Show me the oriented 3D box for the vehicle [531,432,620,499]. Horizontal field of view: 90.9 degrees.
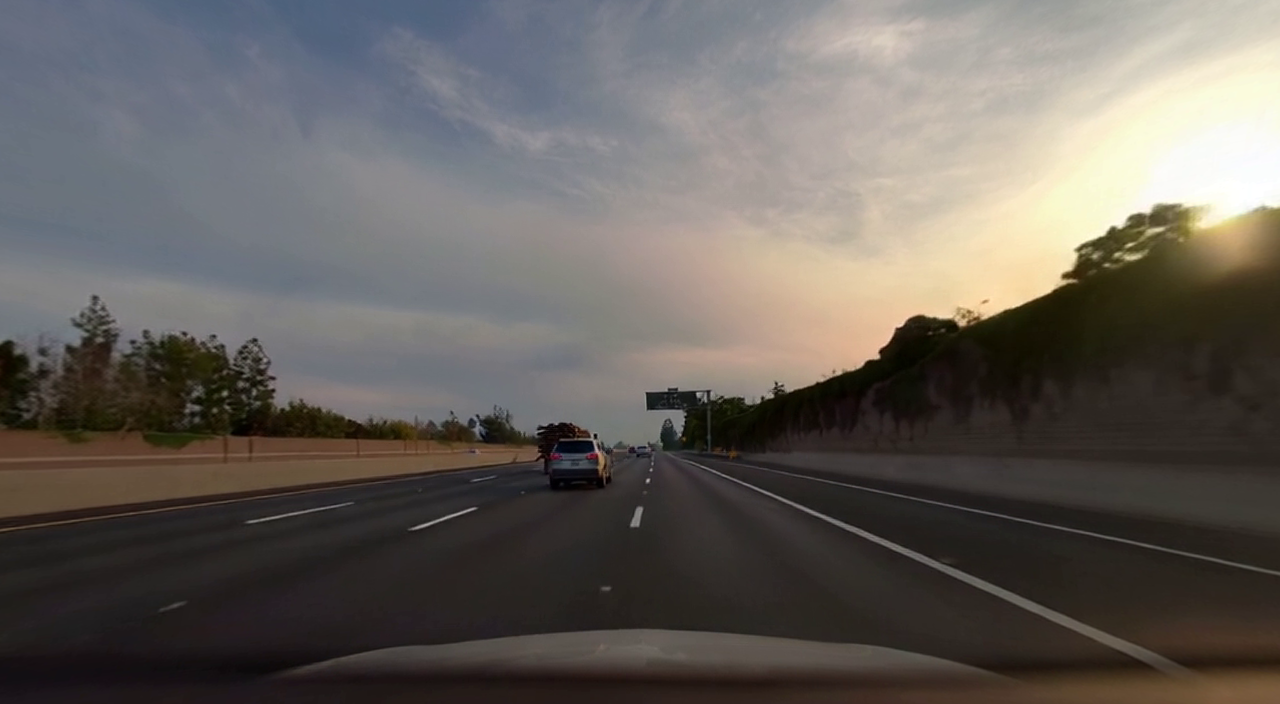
[{"bbox_3d":[-1.812,3.392,19.273,2.114,1.787,4.365,-1,-8,2],"label":"vehicle"}]
